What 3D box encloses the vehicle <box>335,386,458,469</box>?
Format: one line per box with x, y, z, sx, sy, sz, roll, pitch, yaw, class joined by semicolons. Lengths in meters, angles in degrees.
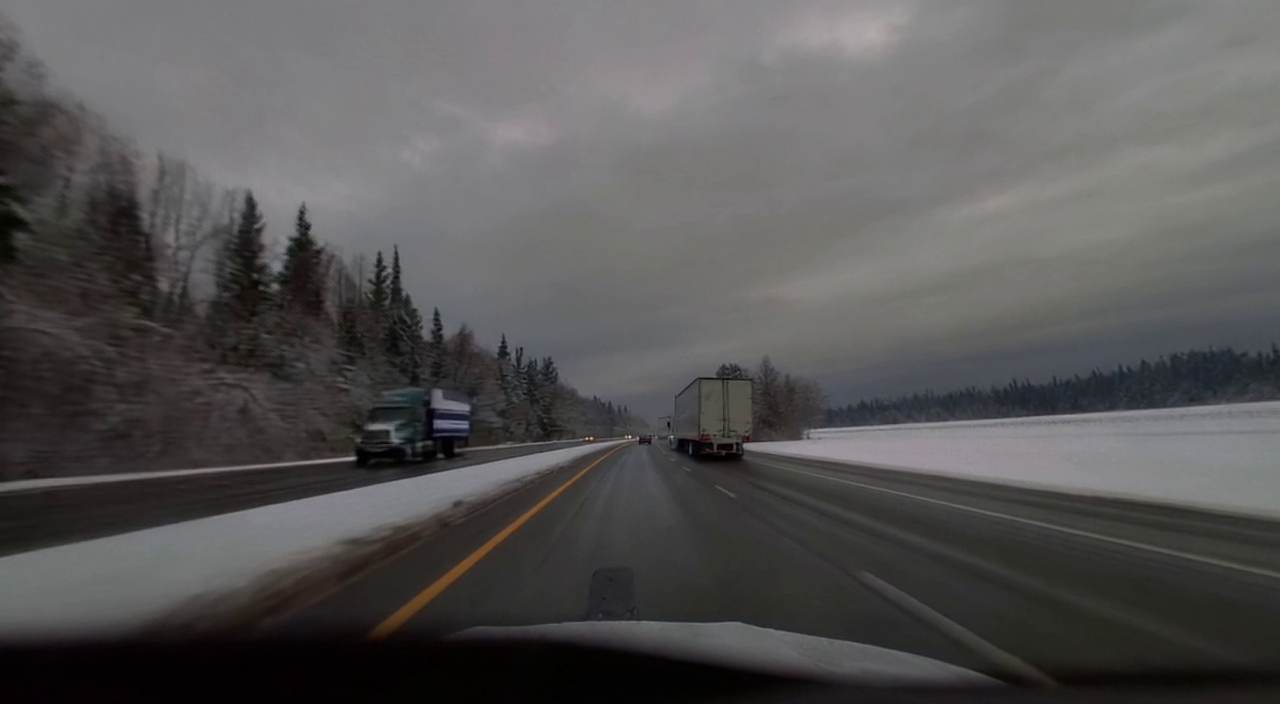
-13.357;4.364;35.934;2.993;4.037;10.349;0;-7;-1;vehicle

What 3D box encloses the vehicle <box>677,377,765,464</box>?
4.154;4.082;36.176;2.951;4.007;13.976;0;-7;-1;vehicle
